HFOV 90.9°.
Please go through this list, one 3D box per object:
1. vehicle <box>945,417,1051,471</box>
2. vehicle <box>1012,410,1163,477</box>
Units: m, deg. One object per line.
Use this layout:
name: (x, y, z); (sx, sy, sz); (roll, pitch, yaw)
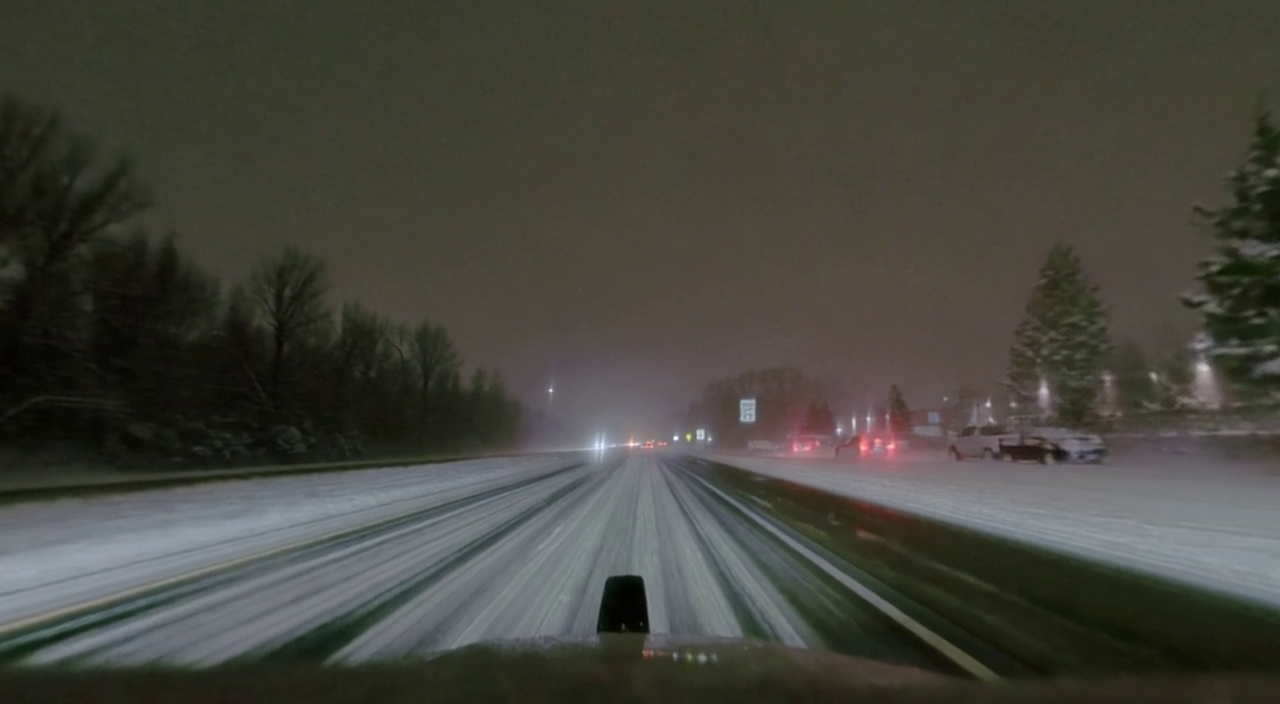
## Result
vehicle: (27.363, 7.153, 48.820); (2.998, 3.768, 8.212); (0, -9, -2)
vehicle: (27.520, 5.742, 39.517); (3.034, 3.655, 8.487); (-1, -8, 0)
